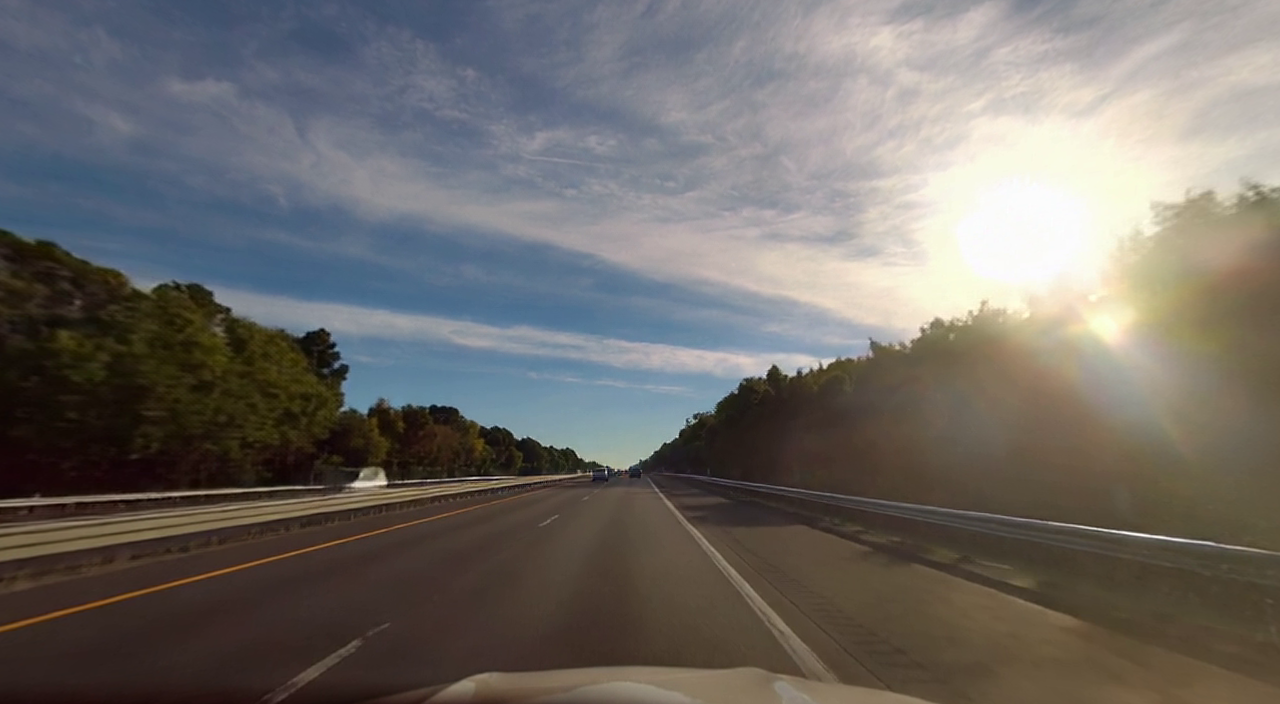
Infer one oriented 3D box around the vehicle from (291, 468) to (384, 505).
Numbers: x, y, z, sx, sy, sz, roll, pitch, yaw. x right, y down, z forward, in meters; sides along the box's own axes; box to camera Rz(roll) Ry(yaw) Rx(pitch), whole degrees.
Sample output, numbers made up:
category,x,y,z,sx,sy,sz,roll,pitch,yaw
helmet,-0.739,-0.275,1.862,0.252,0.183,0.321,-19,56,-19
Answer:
category,x,y,z,sx,sy,sz,roll,pitch,yaw
vehicle,-13.056,5.819,27.506,1.836,1.402,4.361,1,-11,0
